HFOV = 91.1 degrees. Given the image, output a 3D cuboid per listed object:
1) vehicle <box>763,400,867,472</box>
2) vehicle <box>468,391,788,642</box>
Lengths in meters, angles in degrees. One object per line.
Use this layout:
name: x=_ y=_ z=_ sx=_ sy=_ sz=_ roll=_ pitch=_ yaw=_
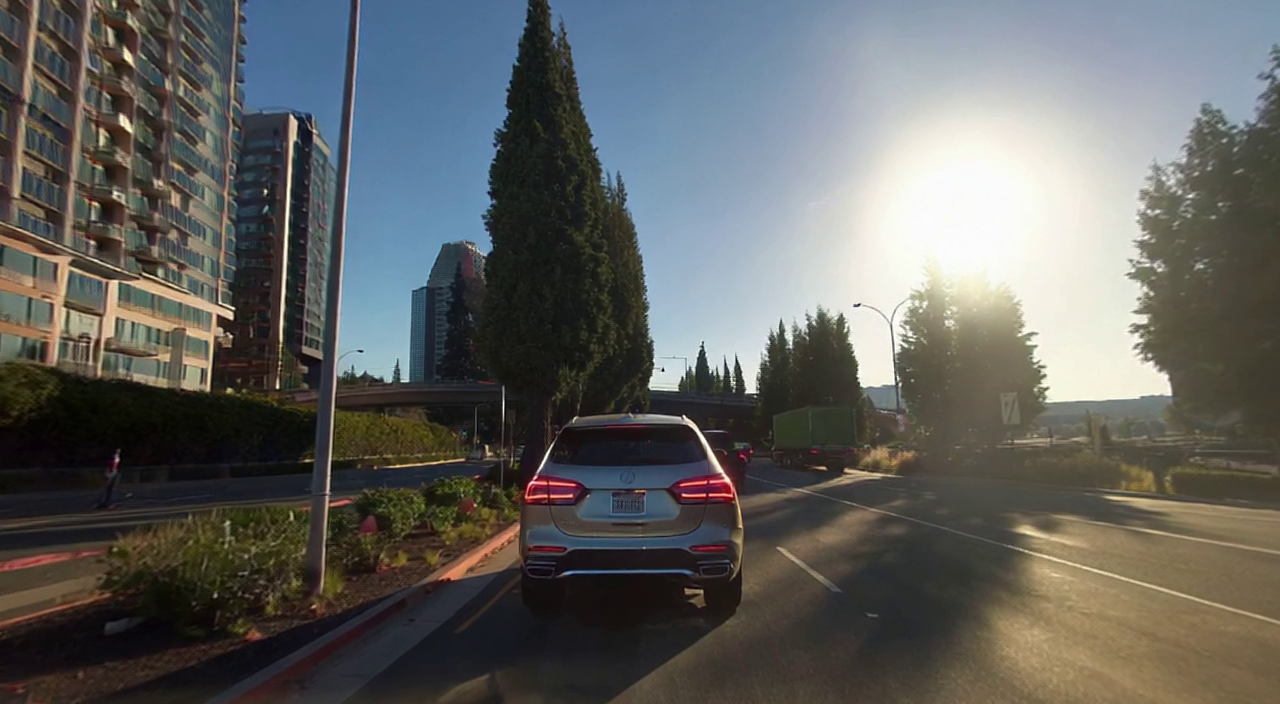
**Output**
vehicle: x=10.846 y=5.519 z=40.612 sx=3.025 sy=3.993 sz=11.243 roll=0 pitch=-8 yaw=-2
vehicle: x=-0.108 y=1.418 z=6.385 sx=2.172 sy=1.694 sz=4.055 roll=0 pitch=-8 yaw=-1
